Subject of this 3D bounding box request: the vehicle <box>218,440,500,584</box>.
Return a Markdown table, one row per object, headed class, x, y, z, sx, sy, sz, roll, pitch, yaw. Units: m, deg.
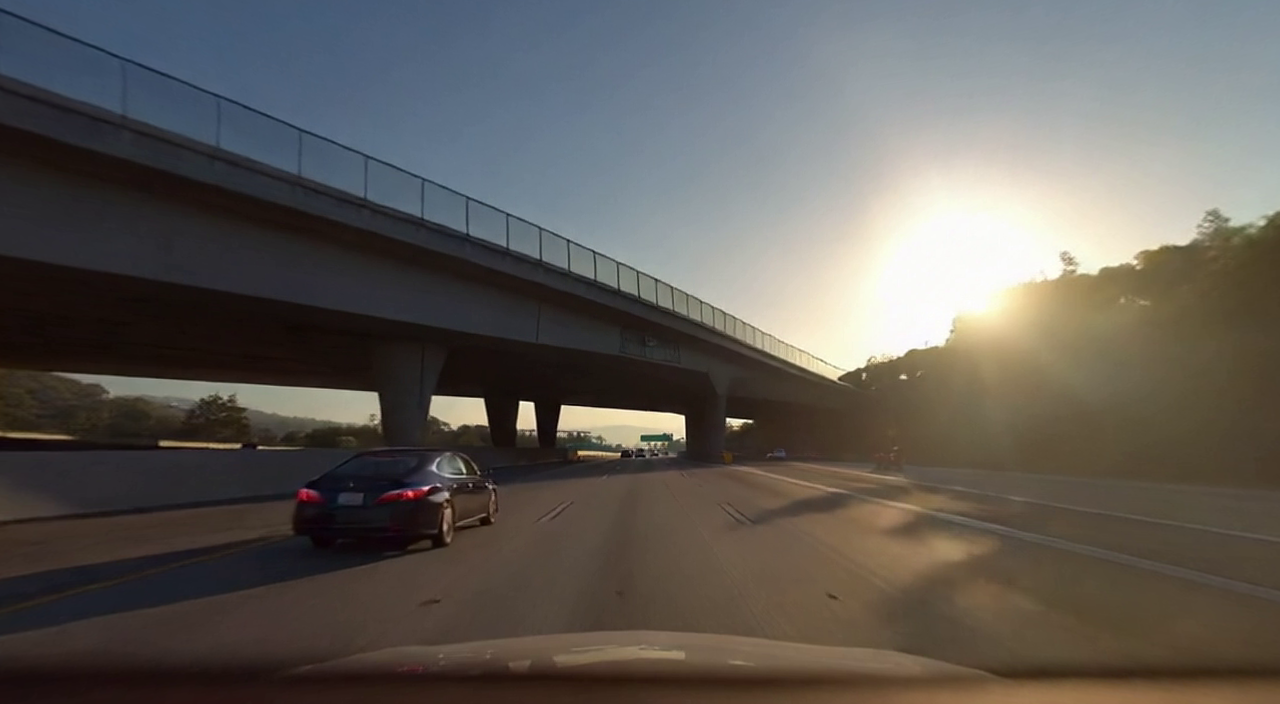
| class | x | y | z | sx | sy | sz | roll | pitch | yaw |
| --- | --- | --- | --- | --- | --- | --- | --- | --- | --- |
| vehicle | -3.426 | 1.995 | 8.690 | 1.968 | 1.504 | 3.892 | -1 | -9 | 2 |
